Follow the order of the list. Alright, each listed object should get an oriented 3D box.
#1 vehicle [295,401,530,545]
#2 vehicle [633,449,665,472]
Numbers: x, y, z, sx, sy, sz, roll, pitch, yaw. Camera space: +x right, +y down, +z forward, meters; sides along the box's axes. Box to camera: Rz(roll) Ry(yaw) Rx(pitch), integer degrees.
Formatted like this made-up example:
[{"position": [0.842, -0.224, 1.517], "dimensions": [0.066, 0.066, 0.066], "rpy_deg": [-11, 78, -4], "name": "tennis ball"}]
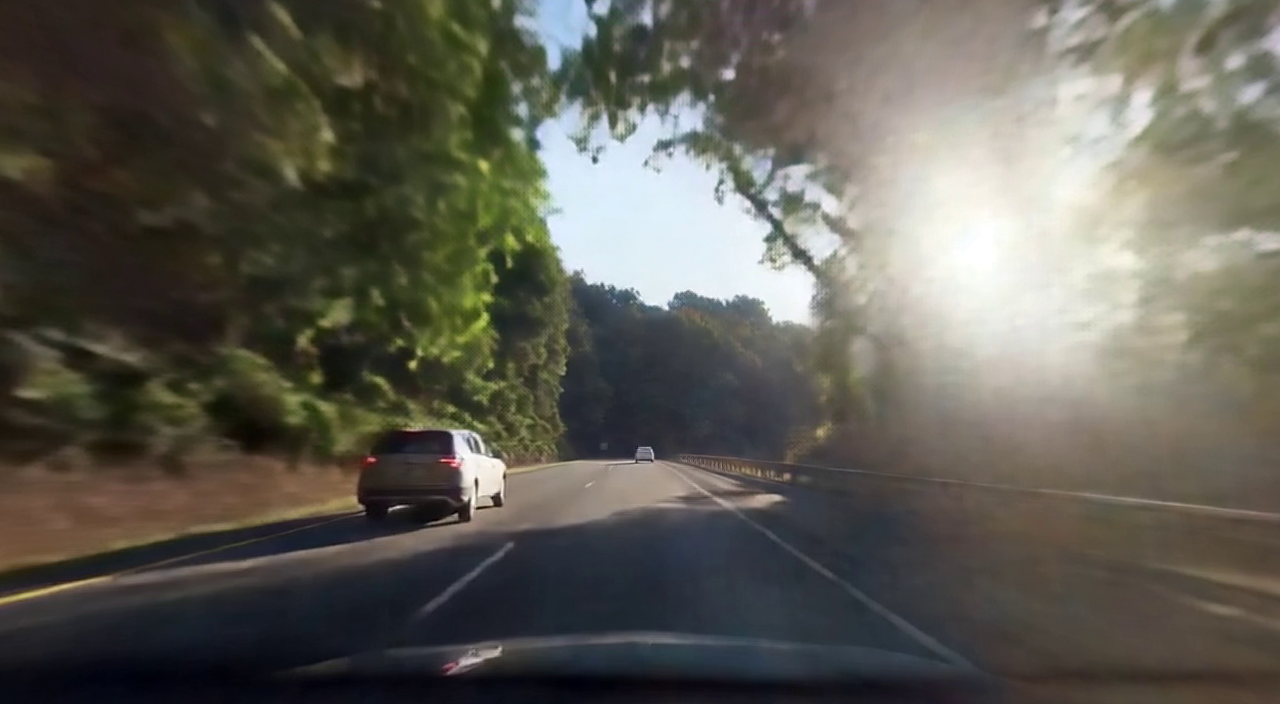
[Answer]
[{"position": [-3.690, 2.103, 11.571], "dimensions": [2.418, 2.049, 4.930], "rpy_deg": [0, -9, 0], "name": "vehicle"}, {"position": [0.573, 7.358, 43.123], "dimensions": [2.046, 1.452, 4.407], "rpy_deg": [0, -9, -1], "name": "vehicle"}]
